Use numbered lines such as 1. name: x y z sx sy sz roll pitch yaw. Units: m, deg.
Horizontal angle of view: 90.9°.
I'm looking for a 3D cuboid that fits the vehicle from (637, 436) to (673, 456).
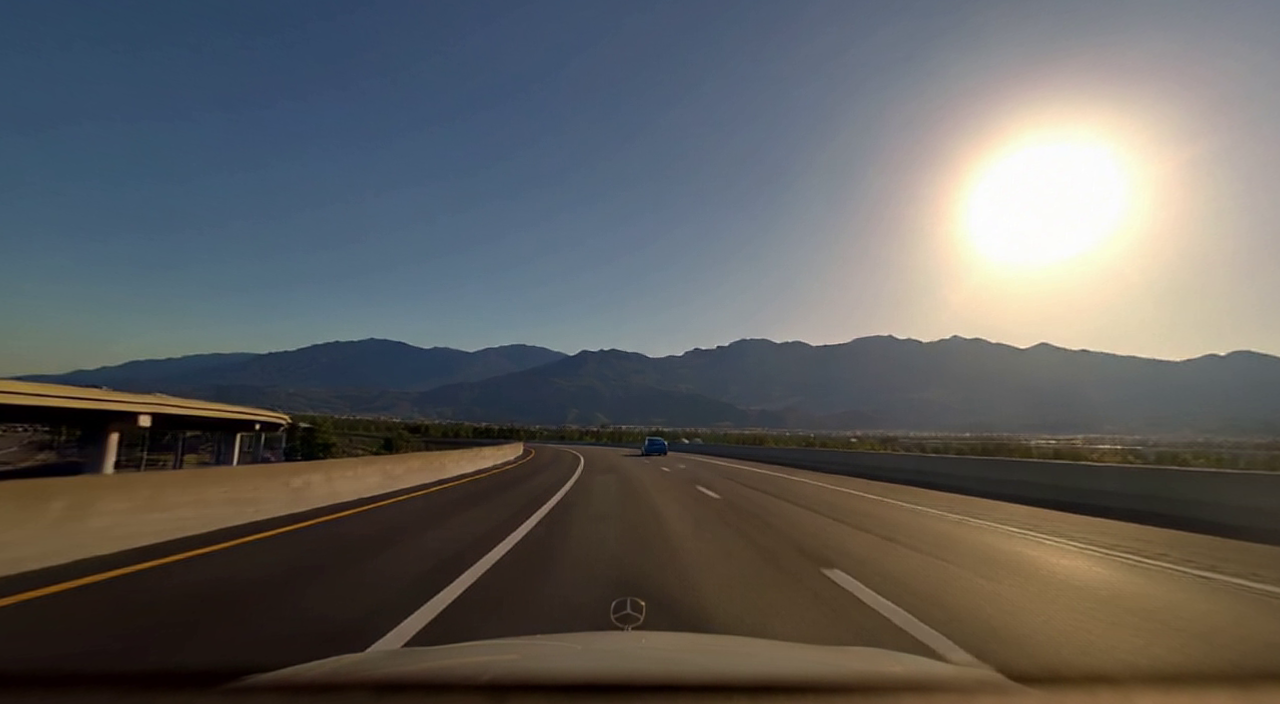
1. vehicle: 1.100 7.279 48.640 1.985 1.440 4.466 1 -8 -9
